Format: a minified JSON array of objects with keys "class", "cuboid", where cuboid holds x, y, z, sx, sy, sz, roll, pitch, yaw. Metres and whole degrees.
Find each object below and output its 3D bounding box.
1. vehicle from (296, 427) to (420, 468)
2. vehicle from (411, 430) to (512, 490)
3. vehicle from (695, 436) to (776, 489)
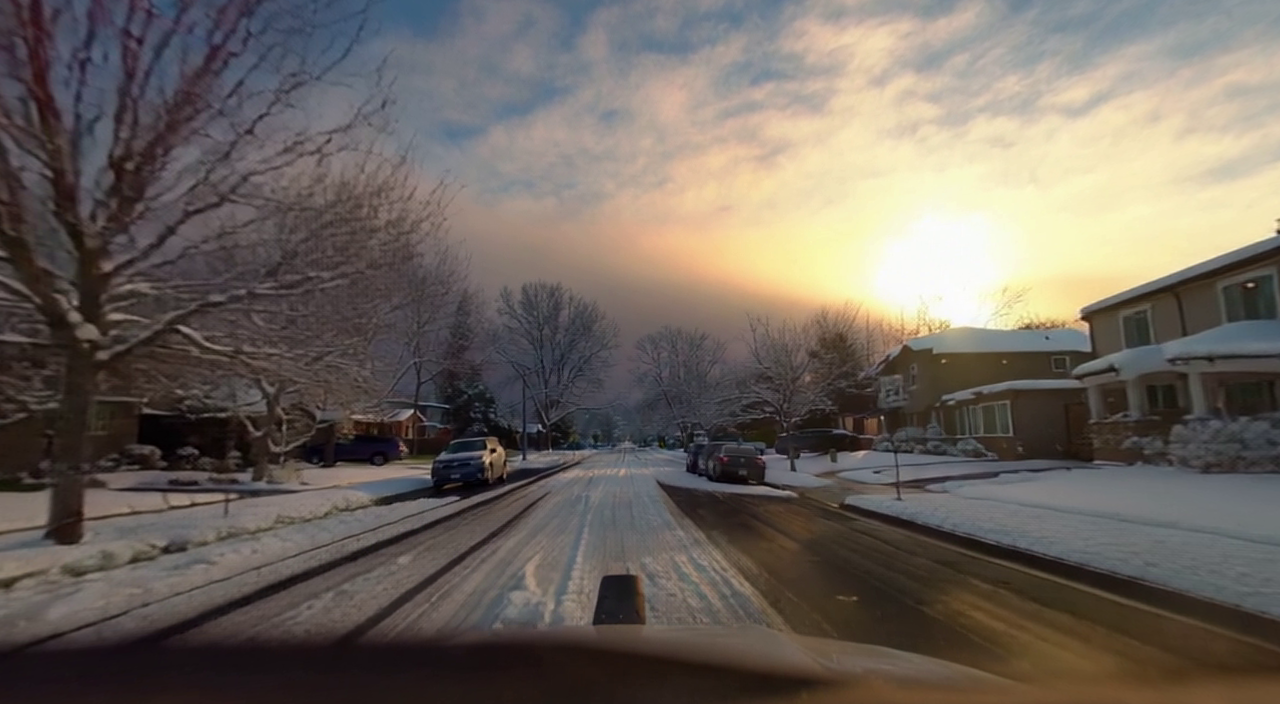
[{"class":"vehicle","cuboid":[-13.634,4.657,30.776,5.024,1.903,2.102,0,-9,0]},{"class":"vehicle","cuboid":[-6.467,4.025,23.774,2.322,1.949,5.695,-1,-9,-2]},{"class":"vehicle","cuboid":[3.348,3.989,23.079,2.033,1.730,4.554,0,-9,-2]}]
